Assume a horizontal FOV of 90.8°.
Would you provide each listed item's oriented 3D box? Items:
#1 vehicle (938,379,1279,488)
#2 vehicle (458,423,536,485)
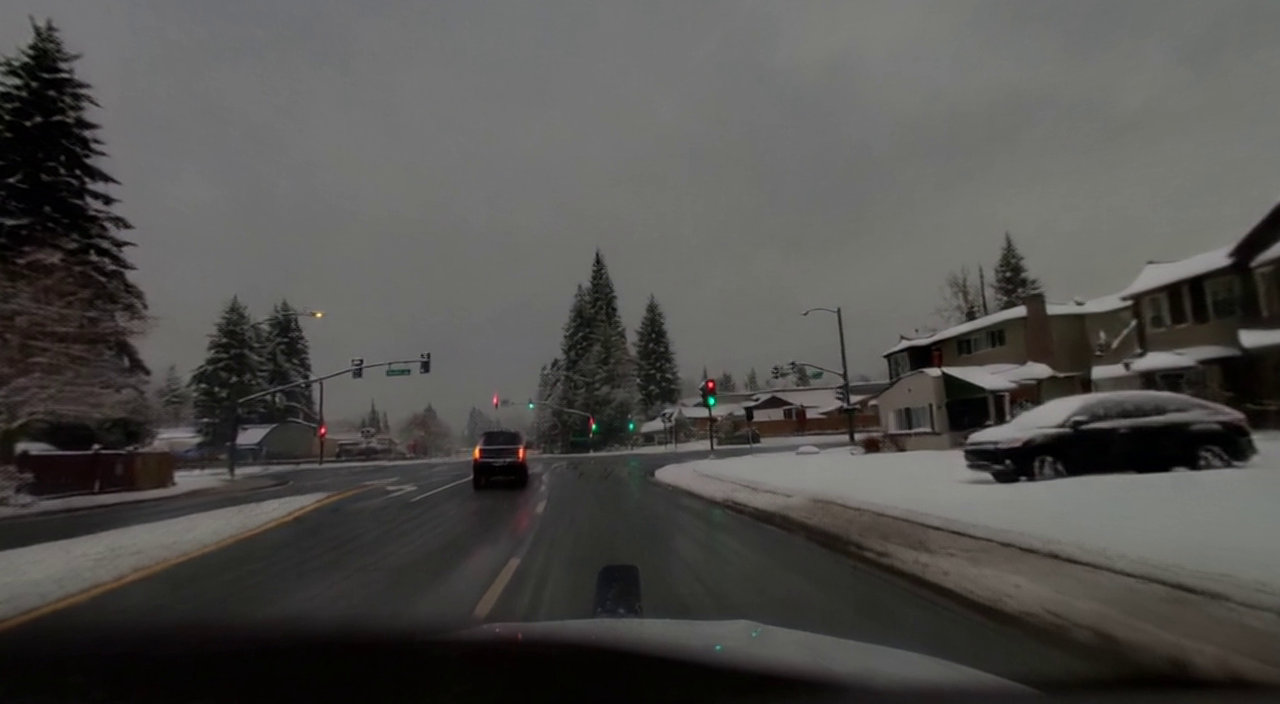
[{"bbox_3d":[7.836,1.380,10.630,4.663,1.618,1.962,1,-8,-6],"label":"vehicle"},{"bbox_3d":[-4.716,3.429,21.465,2.041,1.834,4.679,1,-8,-6],"label":"vehicle"}]
